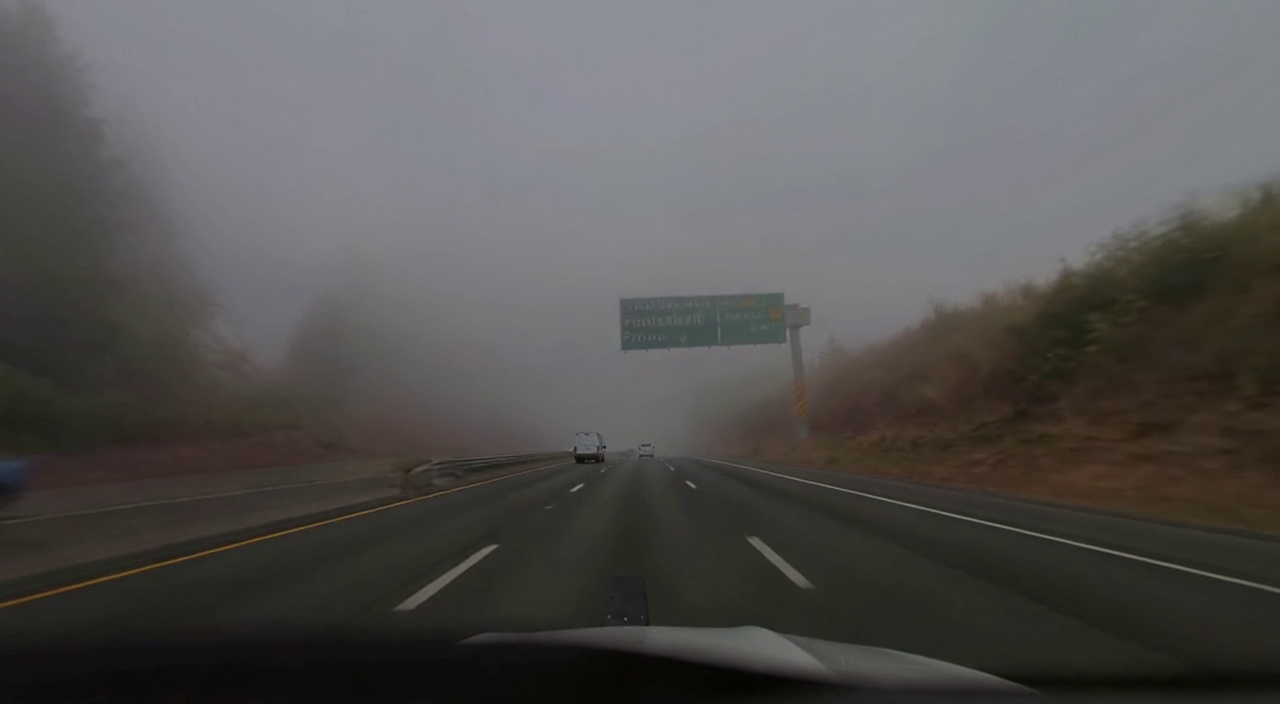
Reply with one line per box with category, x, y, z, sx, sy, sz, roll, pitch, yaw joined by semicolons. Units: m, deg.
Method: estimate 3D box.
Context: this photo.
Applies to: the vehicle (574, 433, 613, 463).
vehicle;-3.241;6.825;44.716;2.286;2.011;4.452;0;-8;2
